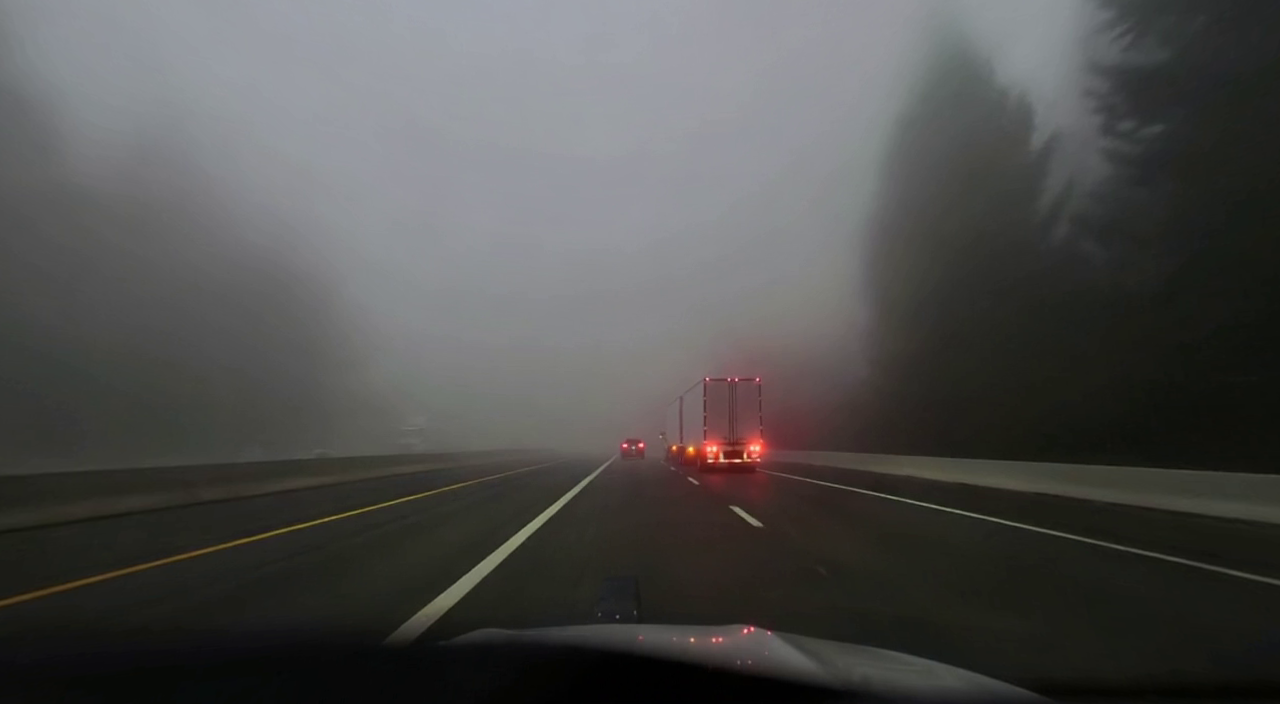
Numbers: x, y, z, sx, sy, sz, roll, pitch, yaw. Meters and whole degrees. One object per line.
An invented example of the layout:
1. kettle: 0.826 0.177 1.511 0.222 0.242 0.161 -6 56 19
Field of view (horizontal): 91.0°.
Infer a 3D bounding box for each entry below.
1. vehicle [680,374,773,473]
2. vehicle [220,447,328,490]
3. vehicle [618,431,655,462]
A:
1. vehicle: 3.733 3.451 29.527 2.967 3.961 8.660 0 -8 -1
2. vehicle: -14.816 4.711 25.756 2.059 1.535 3.963 0 -8 -1
3. vehicle: -0.311 6.641 44.299 2.456 2.007 4.728 0 -8 -2
